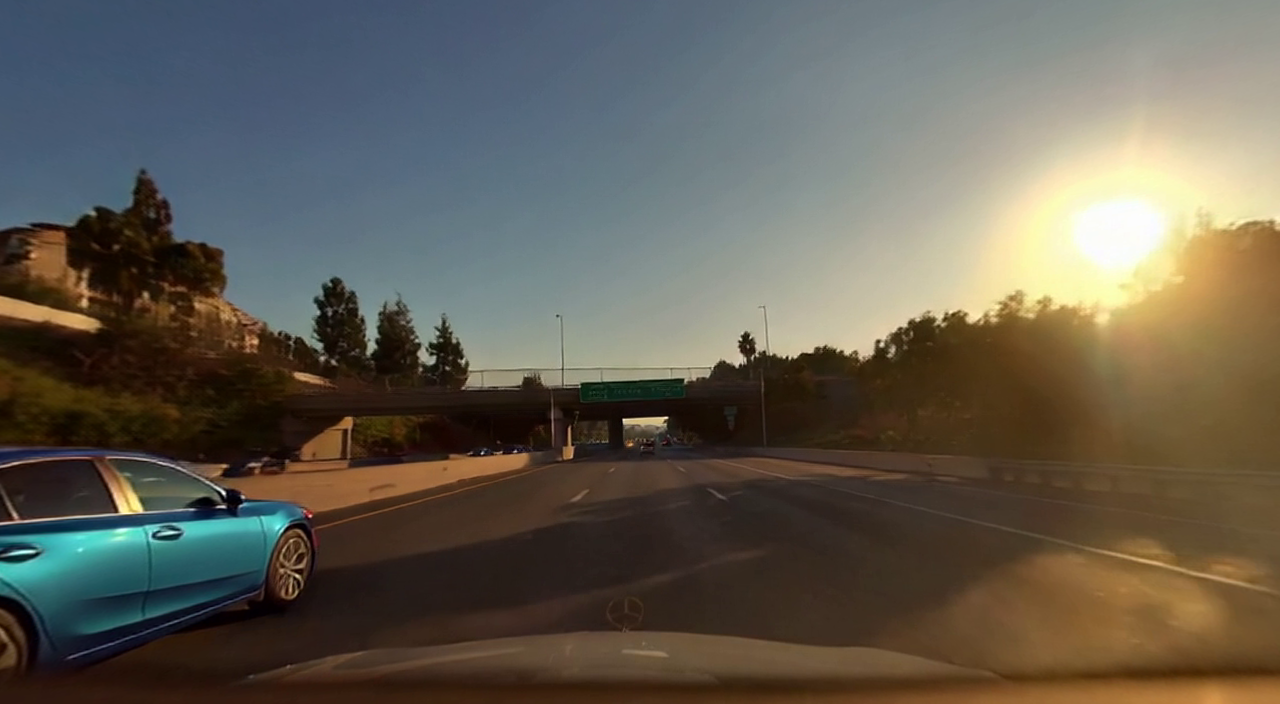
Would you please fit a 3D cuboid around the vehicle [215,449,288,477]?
[{"bbox_3d":[-26.628,7.591,43.393,1.901,1.804,4.613,-1,-9,2],"label":"vehicle"}]
